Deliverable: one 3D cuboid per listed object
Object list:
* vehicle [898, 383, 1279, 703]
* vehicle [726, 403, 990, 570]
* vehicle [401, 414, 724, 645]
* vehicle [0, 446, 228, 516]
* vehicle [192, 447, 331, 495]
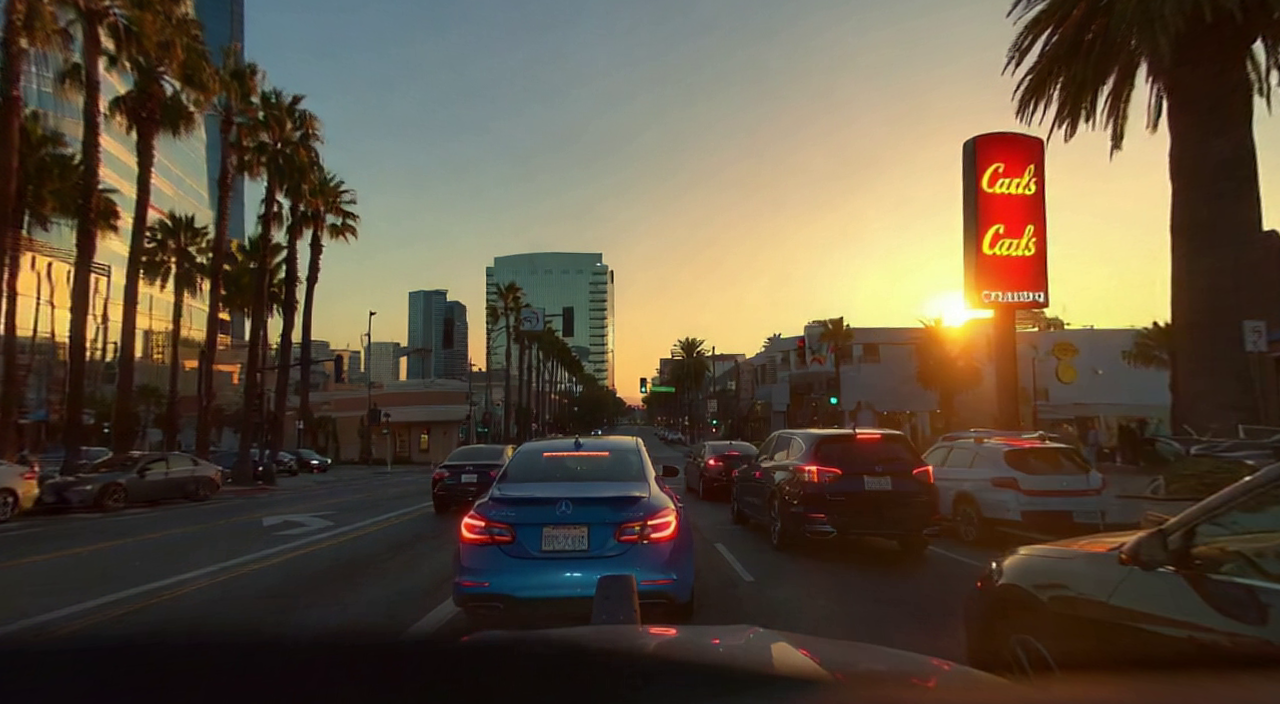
[{"bbox_3d":[2.615,0.806,1.480,2.085,1.469,4.458,0,-9,-1],"label":"vehicle"},{"bbox_3d":[2.648,1.775,9.076,2.096,1.775,4.440,0,-9,-1],"label":"vehicle"},{"bbox_3d":[-0.518,1.467,6.228,2.096,1.492,4.071,0,-9,0],"label":"vehicle"},{"bbox_3d":[-12.848,3.132,15.927,1.870,1.475,4.531,0,-9,0],"label":"vehicle"},{"bbox_3d":[-12.856,4.024,21.879,1.856,1.455,4.700,0,-9,1],"label":"vehicle"}]
